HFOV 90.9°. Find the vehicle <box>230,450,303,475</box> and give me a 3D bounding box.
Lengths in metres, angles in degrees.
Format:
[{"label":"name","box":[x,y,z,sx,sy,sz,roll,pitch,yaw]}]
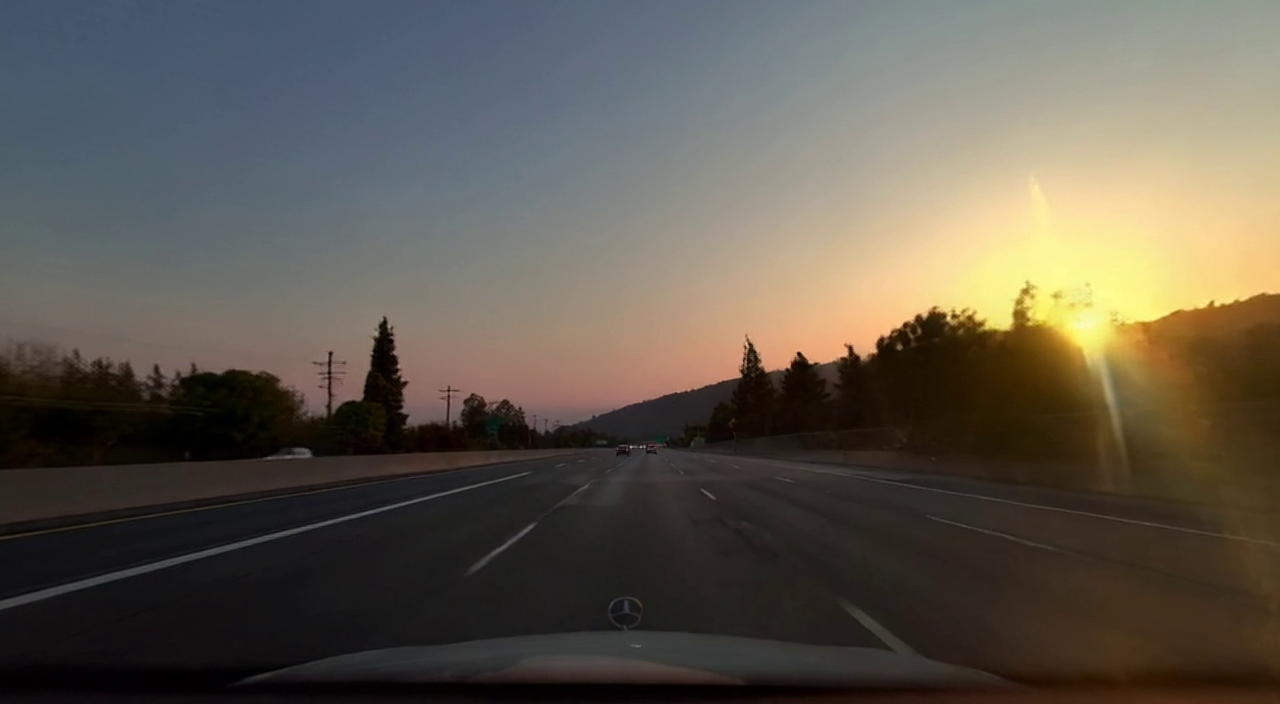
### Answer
[{"label":"vehicle","box":[-24.358,7.187,41.313,1.822,1.479,4.695,0,-8,1]}]
